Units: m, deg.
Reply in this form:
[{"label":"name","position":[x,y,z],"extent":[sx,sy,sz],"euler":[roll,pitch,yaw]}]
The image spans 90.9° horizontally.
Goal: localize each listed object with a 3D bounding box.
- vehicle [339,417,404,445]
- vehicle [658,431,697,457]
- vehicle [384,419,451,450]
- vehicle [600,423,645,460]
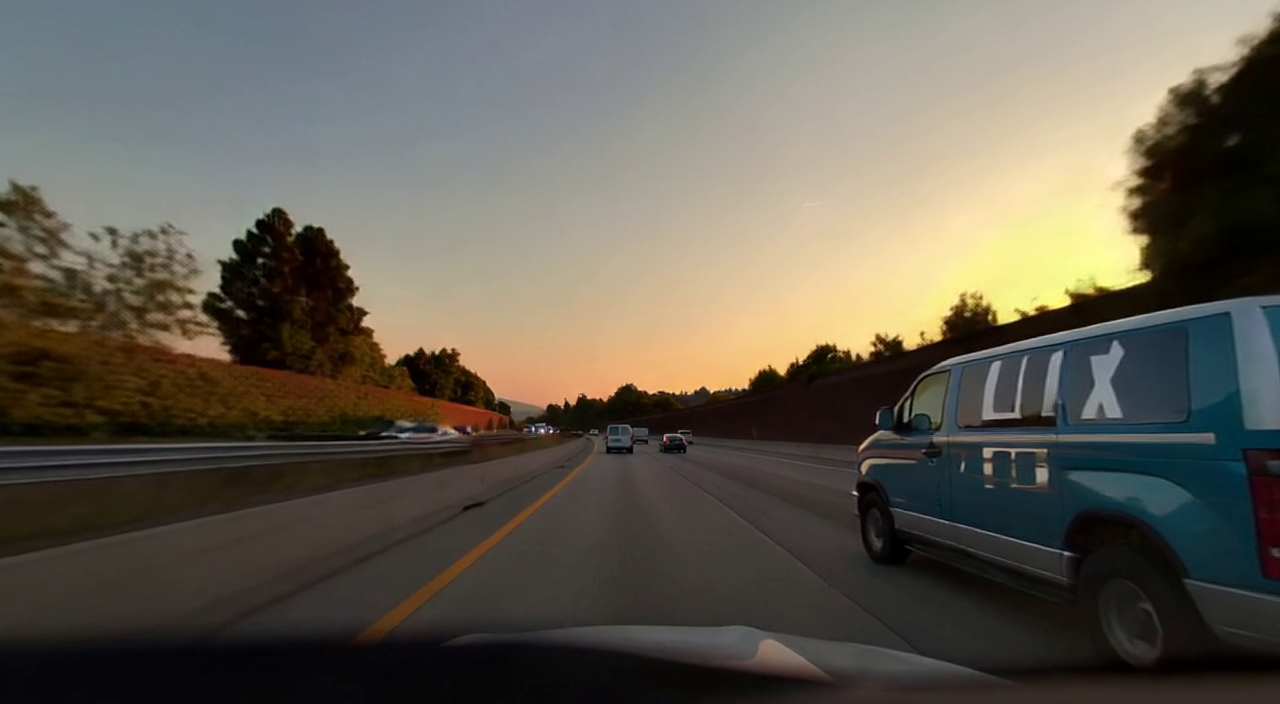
[{"label":"vehicle","position":[-15.566,4.631,36.754],"extent":[1.882,1.524,4.382],"euler":[0,-8,0]},{"label":"vehicle","position":[2.362,5.897,40.610],"extent":[1.996,1.589,3.715],"euler":[0,-8,-4]},{"label":"vehicle","position":[-11.435,4.295,32.665],"extent":[2.066,1.473,3.837],"euler":[0,-8,-1]},{"label":"vehicle","position":[-0.993,5.105,36.097],"extent":[2.403,1.994,4.683],"euler":[0,-8,-2]}]
